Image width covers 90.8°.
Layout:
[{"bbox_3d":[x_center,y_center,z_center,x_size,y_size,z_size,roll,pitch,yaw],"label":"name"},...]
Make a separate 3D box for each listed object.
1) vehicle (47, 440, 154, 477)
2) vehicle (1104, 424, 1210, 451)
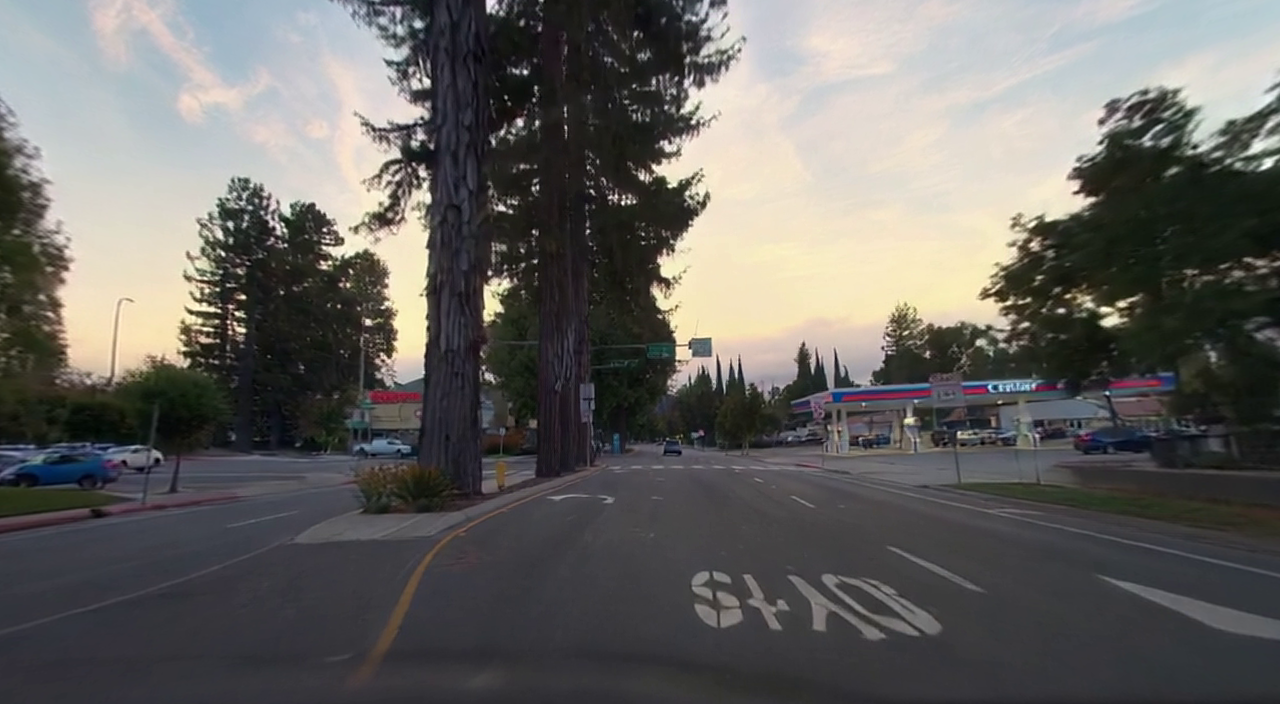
[{"bbox_3d":[-32.061,6.308,37.588,4.847,1.872,2.114,-4,-7,9],"label":"vehicle"},{"bbox_3d":[30.129,5.028,36.923,1.885,1.446,4.469,8,-12,-42],"label":"vehicle"}]
